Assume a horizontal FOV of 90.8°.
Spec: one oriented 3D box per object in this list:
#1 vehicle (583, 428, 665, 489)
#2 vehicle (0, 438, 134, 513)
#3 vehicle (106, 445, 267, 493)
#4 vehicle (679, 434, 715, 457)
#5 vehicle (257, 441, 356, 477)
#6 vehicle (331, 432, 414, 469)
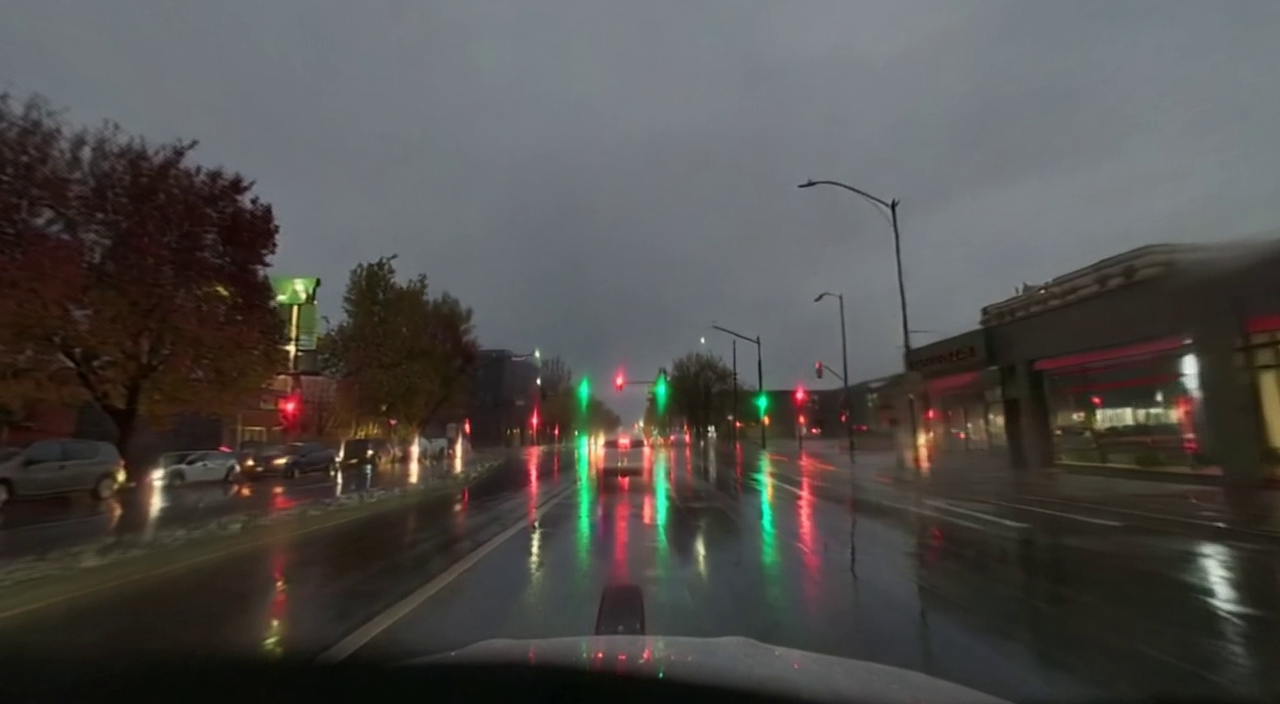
[{"bbox_3d":[-0.389,2.923,17.640,2.045,1.510,3.690,0,-8,0],"label":"vehicle"},{"bbox_3d":[-15.522,2.979,15.529,2.130,1.692,4.734,0,-8,2],"label":"vehicle"},{"bbox_3d":[-15.668,4.024,22.267,1.931,1.455,5.023,0,-8,0],"label":"vehicle"},{"bbox_3d":[3.736,6.259,42.281,2.122,1.454,4.271,0,-8,1],"label":"vehicle"},{"bbox_3d":[-15.594,4.997,29.847,2.131,1.560,4.563,0,-8,1],"label":"vehicle"},{"bbox_3d":[-15.414,5.710,36.846,2.250,1.981,5.861,0,-8,0],"label":"vehicle"}]
